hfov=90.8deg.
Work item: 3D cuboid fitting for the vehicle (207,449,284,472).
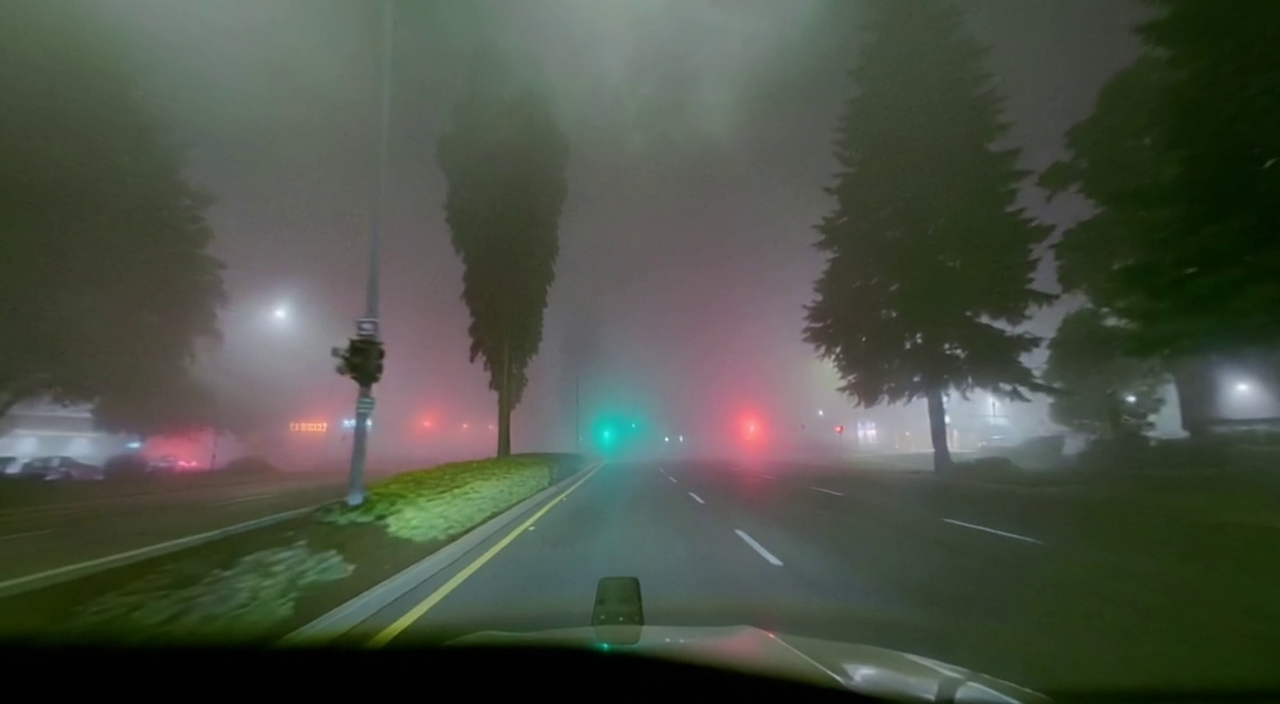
[{"bbox_3d":[-30.489,8.405,48.888,4.632,1.681,1.904,0,-8,-1],"label":"vehicle"}]

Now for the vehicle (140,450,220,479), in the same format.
[{"bbox_3d":[-28.936,7.072,39.917,1.918,1.669,4.300,1,-8,-3],"label":"vehicle"}]

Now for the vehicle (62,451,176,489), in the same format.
[{"bbox_3d":[-25.546,5.752,31.249,1.949,1.662,4.589,1,-8,-5],"label":"vehicle"}]
